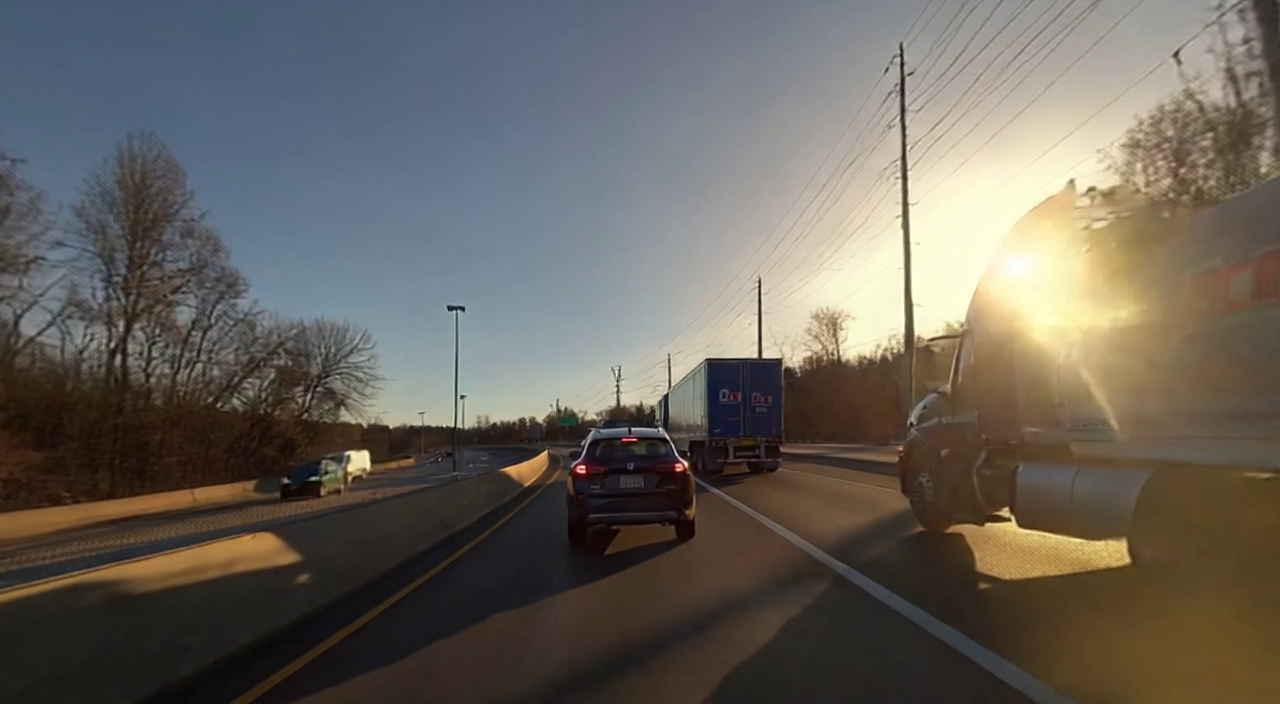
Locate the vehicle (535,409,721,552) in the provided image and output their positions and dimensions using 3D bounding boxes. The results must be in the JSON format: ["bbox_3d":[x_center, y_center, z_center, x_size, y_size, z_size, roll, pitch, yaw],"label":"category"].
[{"bbox_3d":[-0.170,1.694,9.021,2.062,1.581,3.914,0,-8,-1],"label":"vehicle"}]

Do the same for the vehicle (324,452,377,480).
[{"bbox_3d":[-22.465,8.845,49.023,2.081,1.900,4.823,0,-8,-4],"label":"vehicle"}]

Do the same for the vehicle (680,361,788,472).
[{"bbox_3d":[3.576,2.836,26.471,2.835,3.872,8.916,0,-8,-2],"label":"vehicle"}]
